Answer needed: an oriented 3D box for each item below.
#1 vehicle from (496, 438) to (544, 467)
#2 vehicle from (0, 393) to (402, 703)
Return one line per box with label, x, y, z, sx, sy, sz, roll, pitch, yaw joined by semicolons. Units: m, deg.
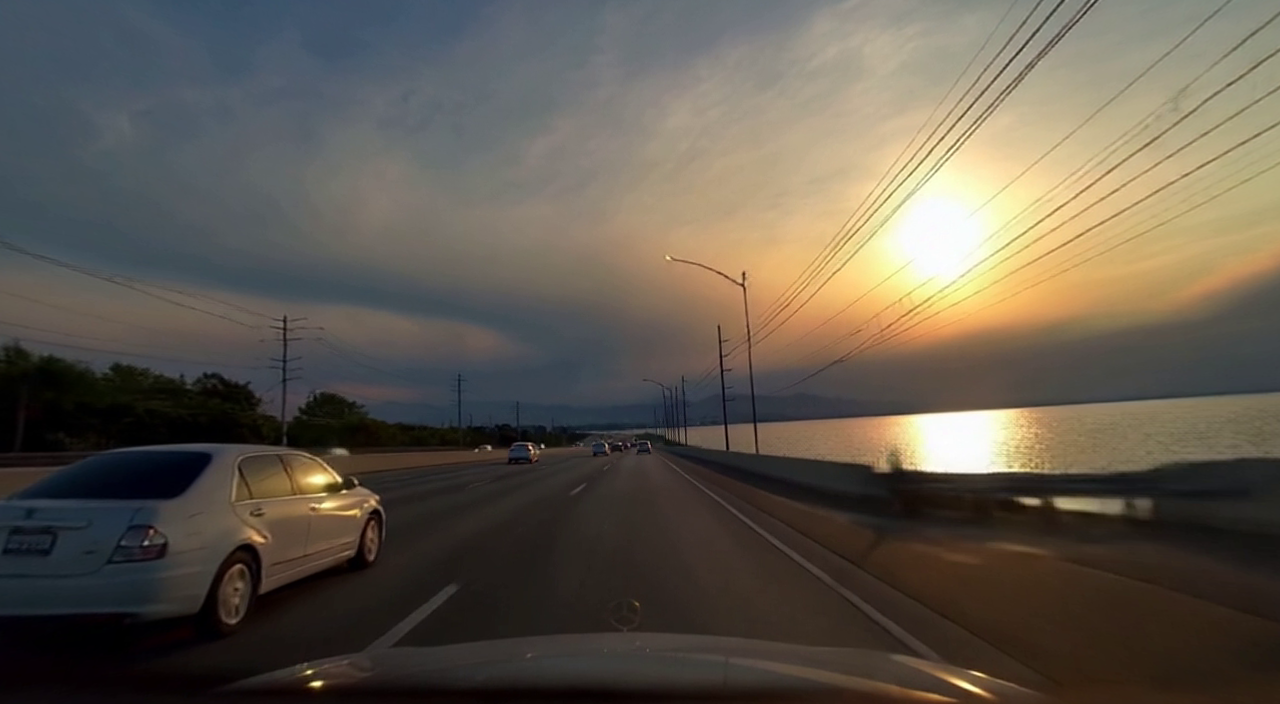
vehicle;-7.382;6.247;39.328;2.050;1.717;4.418;0;-8;1
vehicle;-3.565;1.197;4.395;2.015;1.501;4.454;0;-8;1
